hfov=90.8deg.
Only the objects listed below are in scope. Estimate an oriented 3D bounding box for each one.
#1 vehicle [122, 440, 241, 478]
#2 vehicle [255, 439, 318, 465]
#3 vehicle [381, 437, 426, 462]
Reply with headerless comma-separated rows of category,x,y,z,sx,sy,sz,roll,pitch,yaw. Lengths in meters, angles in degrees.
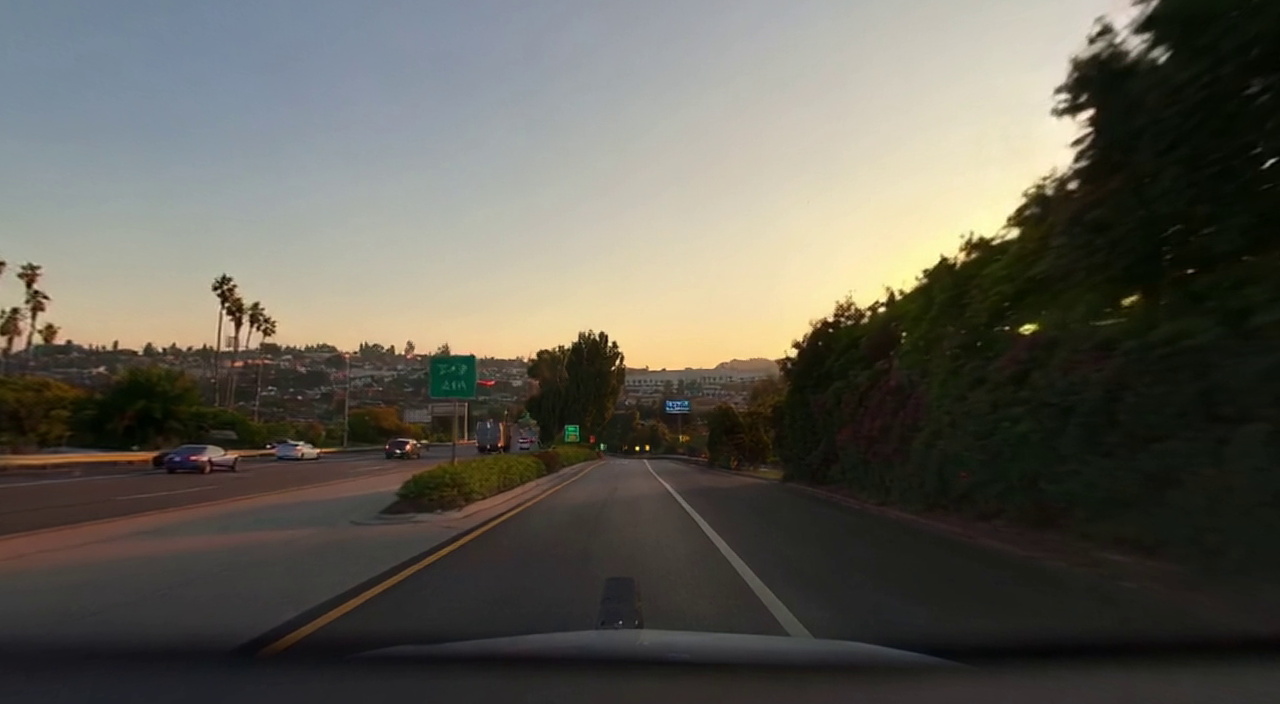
vehicle,-19.751,4.624,27.505,1.933,1.496,4.516,0,-8,-3
vehicle,-24.424,6.931,43.865,1.998,1.648,4.495,0,-8,-4
vehicle,-16.961,6.997,45.510,1.919,1.658,4.084,0,-8,-4
